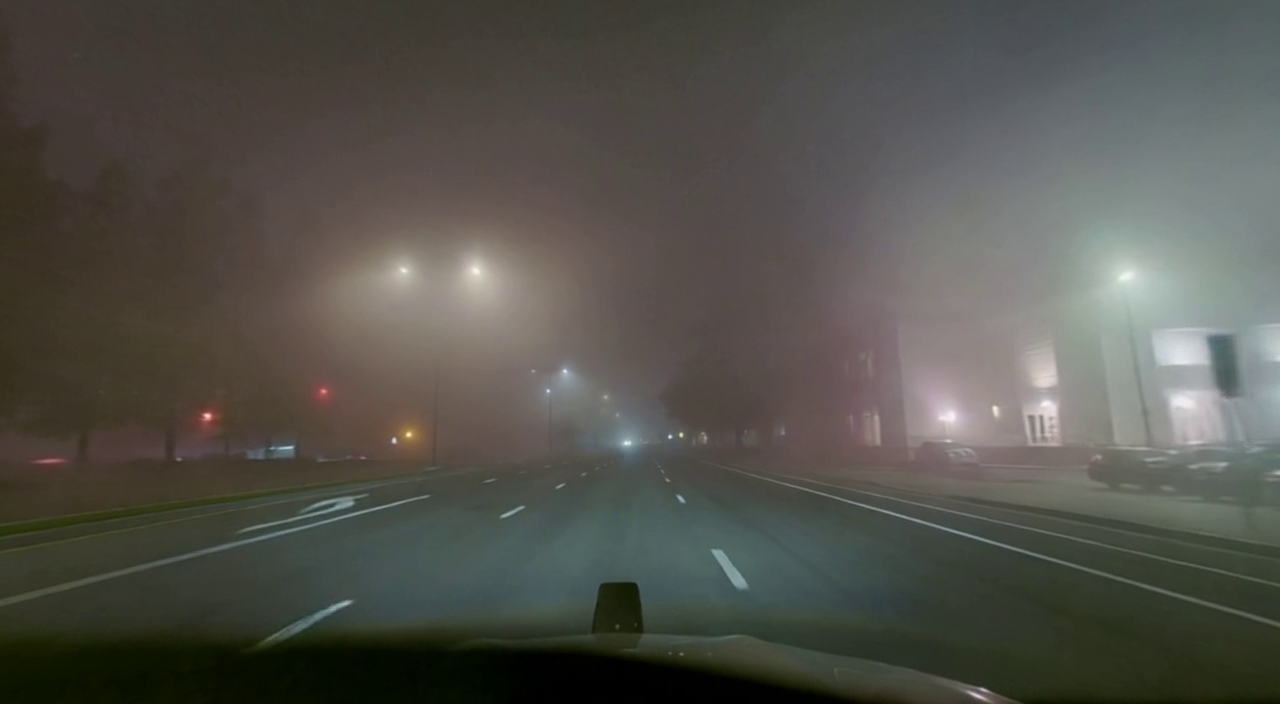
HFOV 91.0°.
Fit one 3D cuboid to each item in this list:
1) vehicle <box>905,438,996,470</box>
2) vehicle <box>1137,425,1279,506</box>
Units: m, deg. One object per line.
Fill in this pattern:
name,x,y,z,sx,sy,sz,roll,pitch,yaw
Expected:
vehicle,15.344,5.051,31.429,1.931,1.475,4.671,0,-8,-3
vehicle,15.003,2.604,14.737,4.790,1.737,2.137,-1,-8,2
